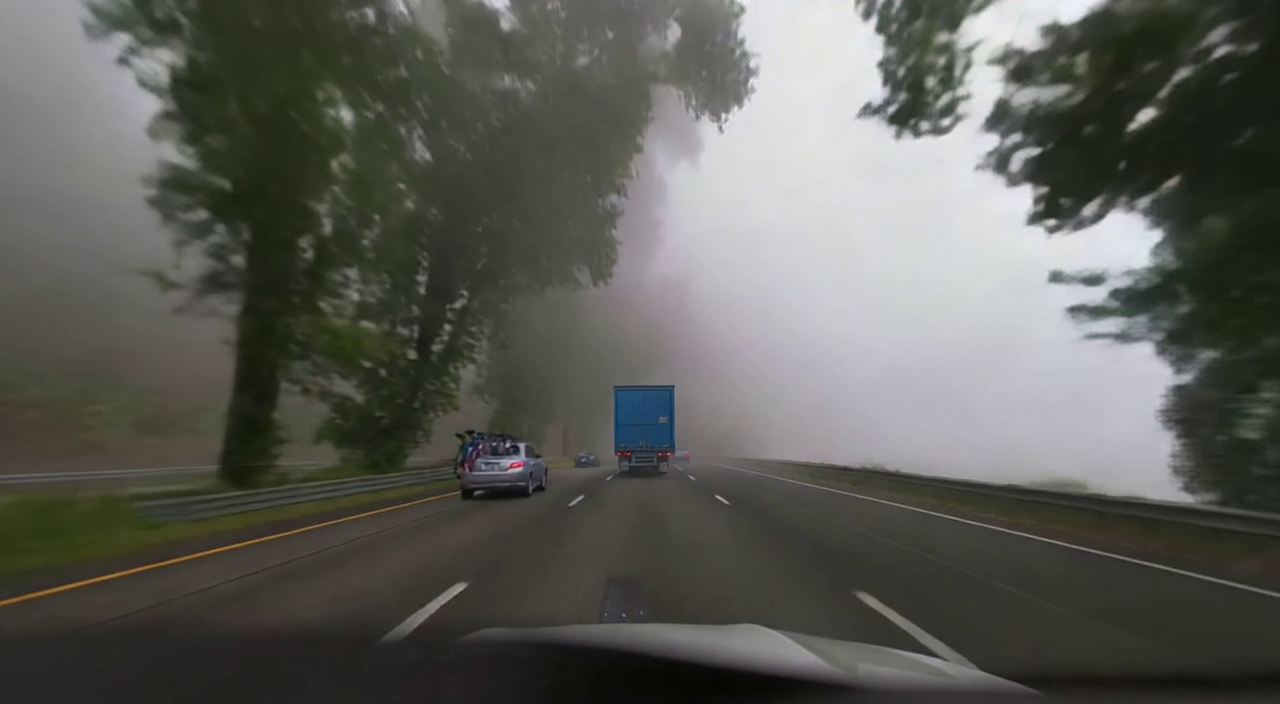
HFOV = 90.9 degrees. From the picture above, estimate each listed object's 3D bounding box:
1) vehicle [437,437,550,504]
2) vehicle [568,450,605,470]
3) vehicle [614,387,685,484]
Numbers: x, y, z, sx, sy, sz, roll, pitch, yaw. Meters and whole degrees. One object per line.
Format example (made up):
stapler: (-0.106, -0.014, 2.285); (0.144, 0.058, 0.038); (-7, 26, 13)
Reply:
vehicle: (-3.943, 3.292, 17.943); (2.018, 1.632, 4.722); (0, -9, 1)
vehicle: (-3.760, 7.760, 45.387); (2.133, 1.358, 4.870); (0, -9, 2)
vehicle: (0.471, 4.022, 29.634); (2.821, 3.878, 8.925); (0, -9, 1)
